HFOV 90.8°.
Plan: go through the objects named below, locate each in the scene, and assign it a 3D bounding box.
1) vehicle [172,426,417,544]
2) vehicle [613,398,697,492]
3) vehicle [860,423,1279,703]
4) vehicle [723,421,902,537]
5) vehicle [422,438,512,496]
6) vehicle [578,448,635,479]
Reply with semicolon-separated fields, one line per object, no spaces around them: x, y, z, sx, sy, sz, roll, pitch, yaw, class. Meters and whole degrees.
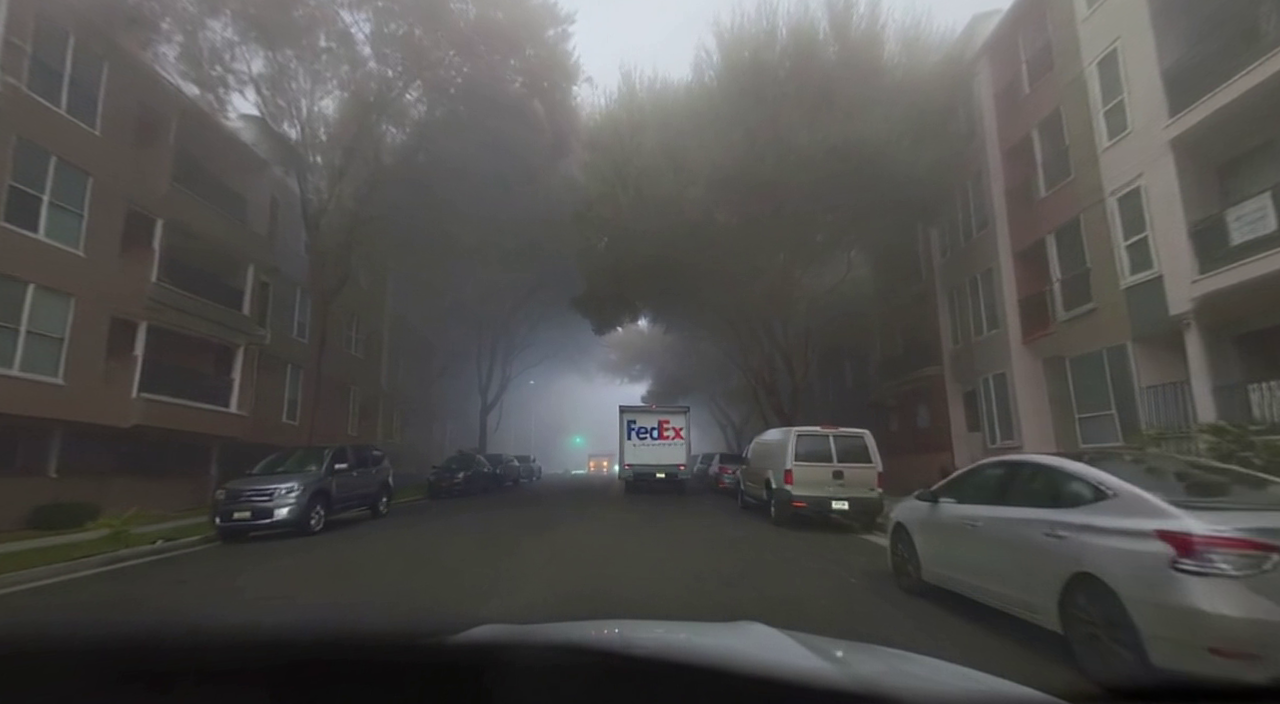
-5.981;2.321;11.721;2.089;1.757;4.256;0;-8;0;vehicle
0.408;3.879;26.391;2.930;3.275;8.180;0;-8;-2;vehicle
3.389;1.373;4.774;1.877;1.500;4.407;0;-9;0;vehicle
3.364;2.612;13.797;2.221;1.991;5.564;0;-9;-1;vehicle
-6.103;4.086;22.884;2.020;1.867;4.654;0;-9;-1;vehicle
-1.714;5.935;33.939;1.981;1.500;3.992;-2;-9;13;vehicle
